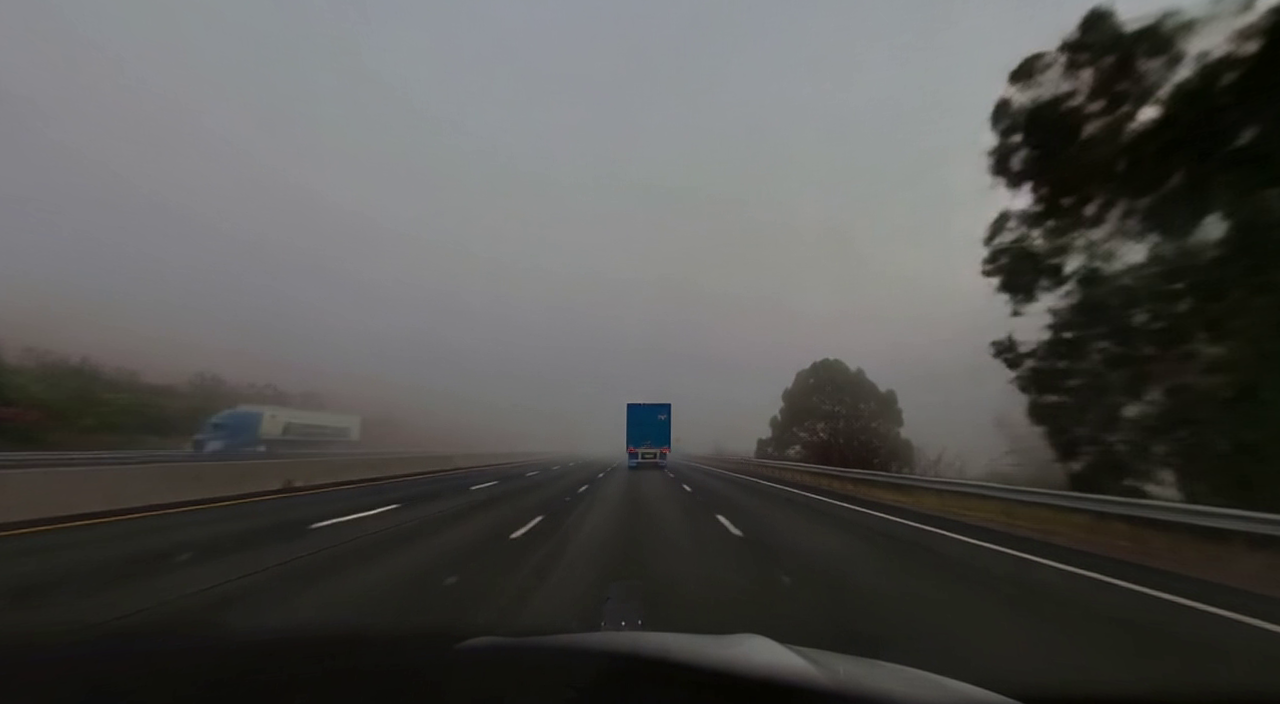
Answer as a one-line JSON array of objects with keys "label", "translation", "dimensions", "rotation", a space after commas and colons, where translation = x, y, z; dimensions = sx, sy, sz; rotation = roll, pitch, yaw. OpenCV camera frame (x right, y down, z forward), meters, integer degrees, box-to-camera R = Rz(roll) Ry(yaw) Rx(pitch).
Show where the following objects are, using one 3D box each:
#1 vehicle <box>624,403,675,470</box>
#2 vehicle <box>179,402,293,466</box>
[{"label": "vehicle", "translation": [0.415, 5.927, 43.466], "dimensions": [3.055, 4.009, 10.972], "rotation": [0, -9, -2]}, {"label": "vehicle", "translation": [-23.322, 4.839, 36.836], "dimensions": [2.826, 3.425, 5.785], "rotation": [0, -9, -2]}]
